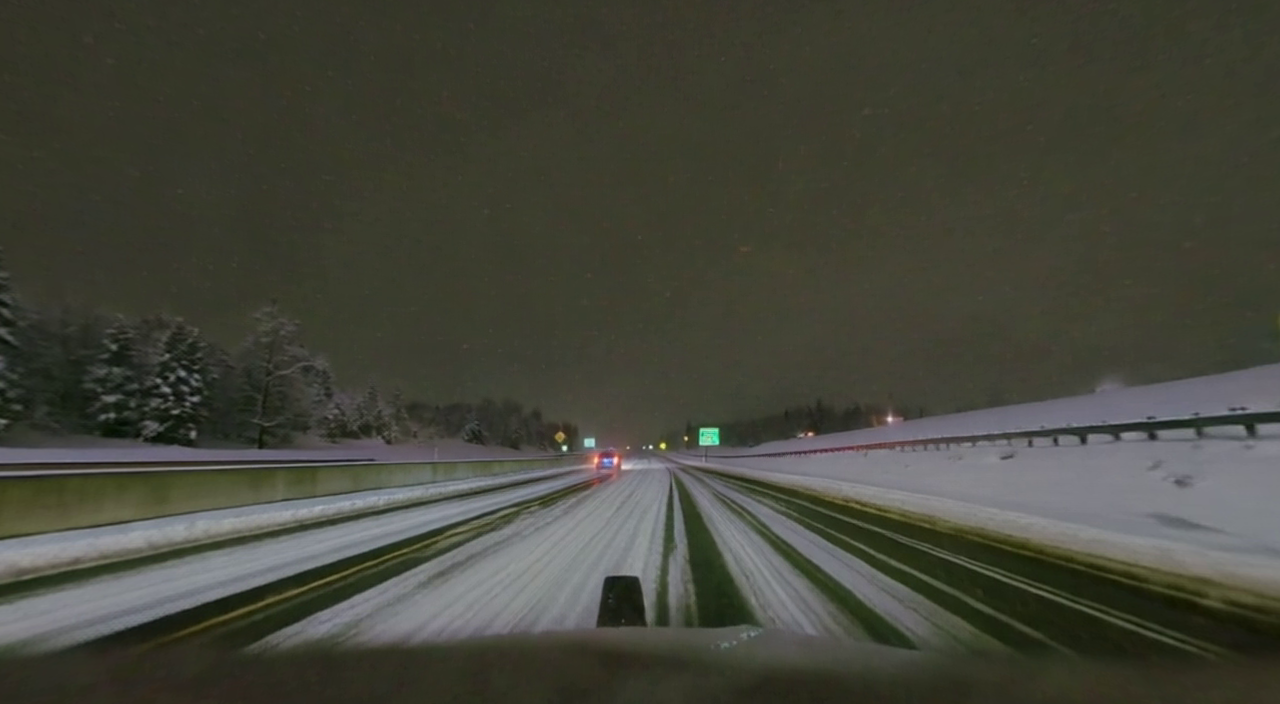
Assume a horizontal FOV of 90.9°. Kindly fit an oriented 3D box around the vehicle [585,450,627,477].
[{"bbox_3d":[-2.105,7.175,40.814,2.172,1.587,4.518,-1,-9,4],"label":"vehicle"}]
